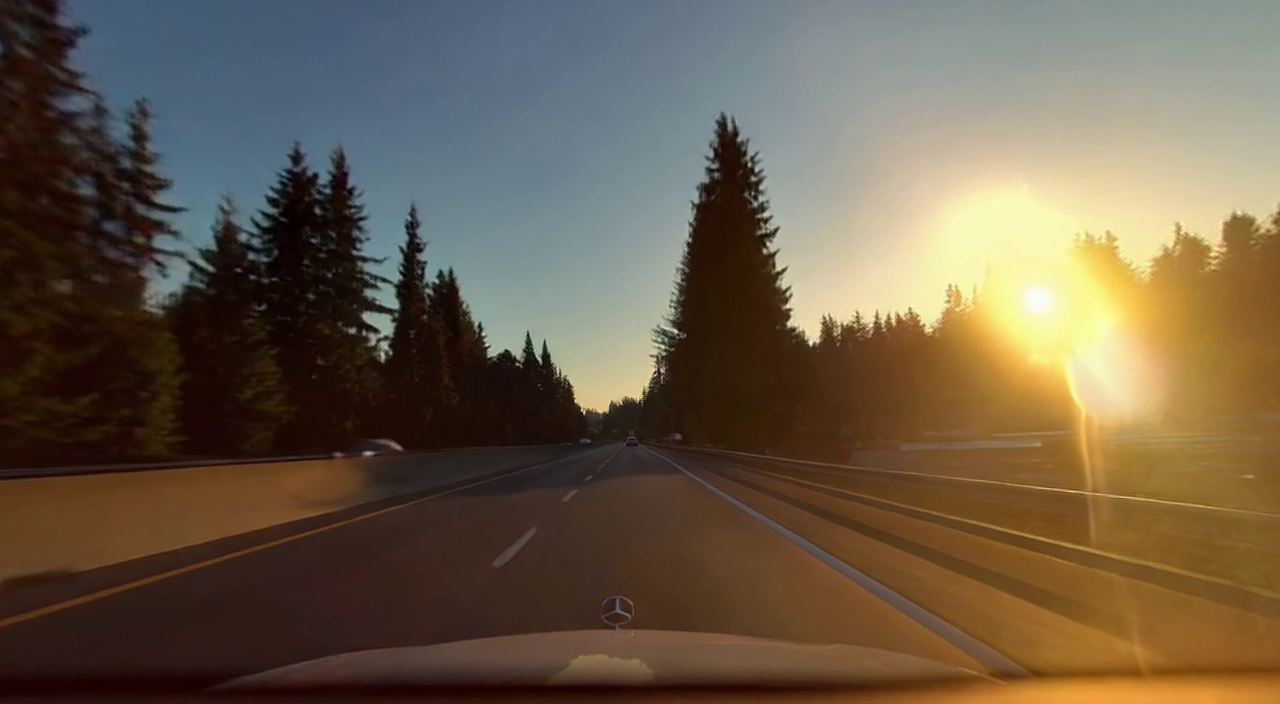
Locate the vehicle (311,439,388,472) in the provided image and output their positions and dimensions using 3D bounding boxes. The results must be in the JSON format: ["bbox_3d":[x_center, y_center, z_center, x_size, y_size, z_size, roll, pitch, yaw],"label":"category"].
[{"bbox_3d":[-14.130,5.019,30.890,1.885,1.485,4.050,0,-8,-1],"label":"vehicle"}]
